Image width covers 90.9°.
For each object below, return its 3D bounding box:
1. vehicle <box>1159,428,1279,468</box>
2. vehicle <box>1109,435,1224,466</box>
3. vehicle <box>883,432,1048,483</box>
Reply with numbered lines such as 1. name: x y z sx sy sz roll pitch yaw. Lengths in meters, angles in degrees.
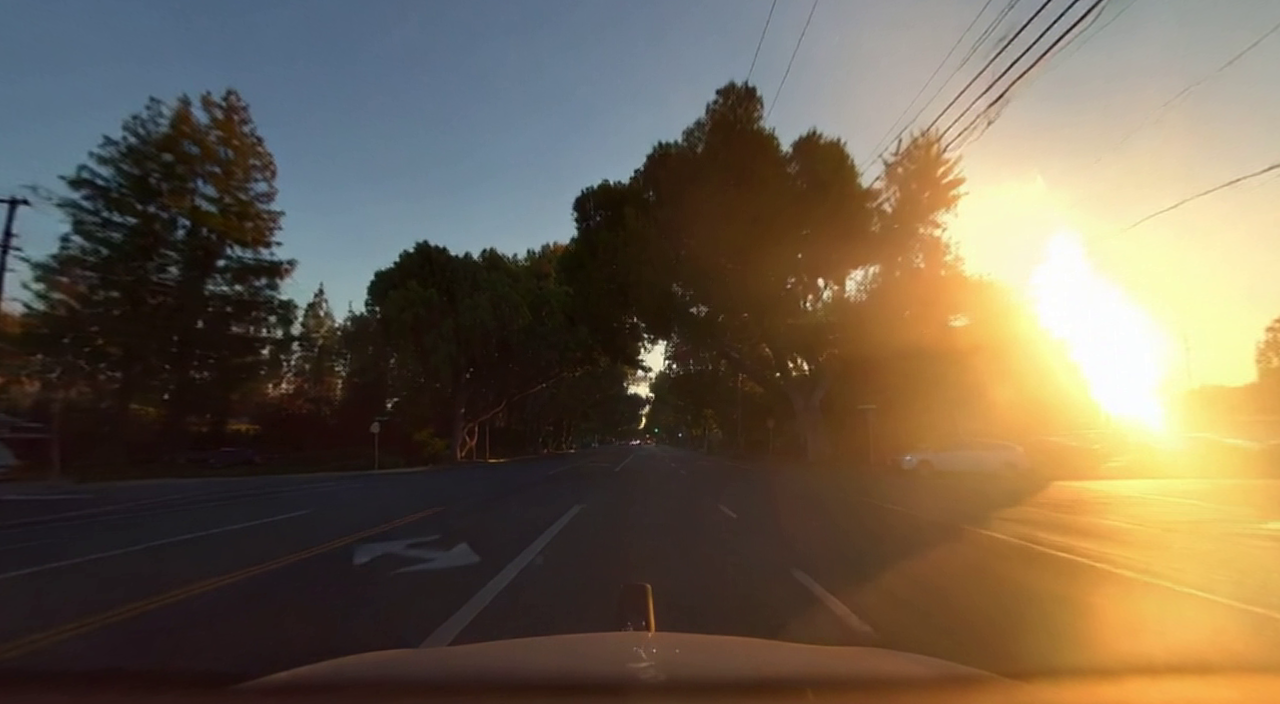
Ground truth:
1. vehicle: 29.612 4.876 32.136 2.034 1.878 4.781 0 -8 -2
2. vehicle: 27.037 5.064 32.621 1.787 1.465 4.681 0 -8 -2
3. vehicle: 11.124 3.629 21.775 4.565 1.600 2.023 0 -8 -5
